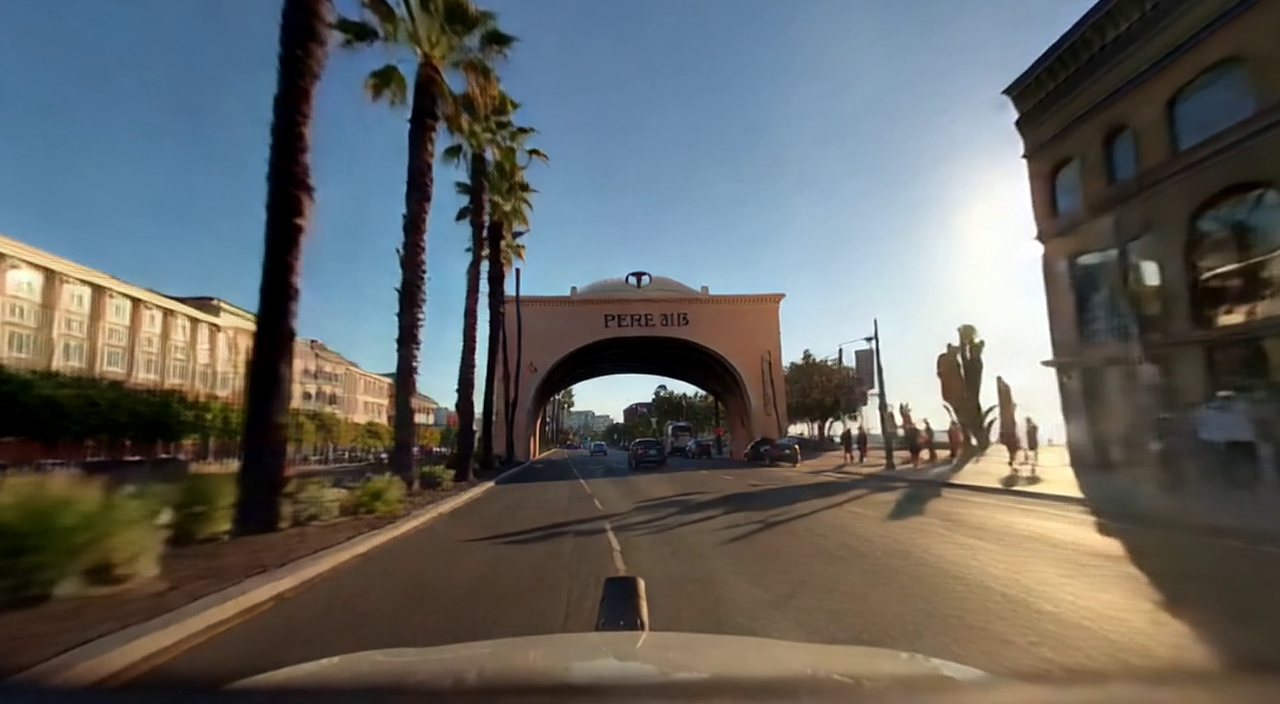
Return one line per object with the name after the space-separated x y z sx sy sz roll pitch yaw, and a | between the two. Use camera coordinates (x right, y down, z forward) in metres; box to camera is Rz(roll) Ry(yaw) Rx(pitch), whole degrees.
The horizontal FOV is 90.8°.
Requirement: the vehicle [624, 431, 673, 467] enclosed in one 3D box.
0.369 5.921 38.728 2.284 2.010 6.670 0 -8 -6 | vehicle

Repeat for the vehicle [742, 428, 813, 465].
8.145 5.694 38.191 2.417 2.030 5.711 1 -8 -7 | vehicle
